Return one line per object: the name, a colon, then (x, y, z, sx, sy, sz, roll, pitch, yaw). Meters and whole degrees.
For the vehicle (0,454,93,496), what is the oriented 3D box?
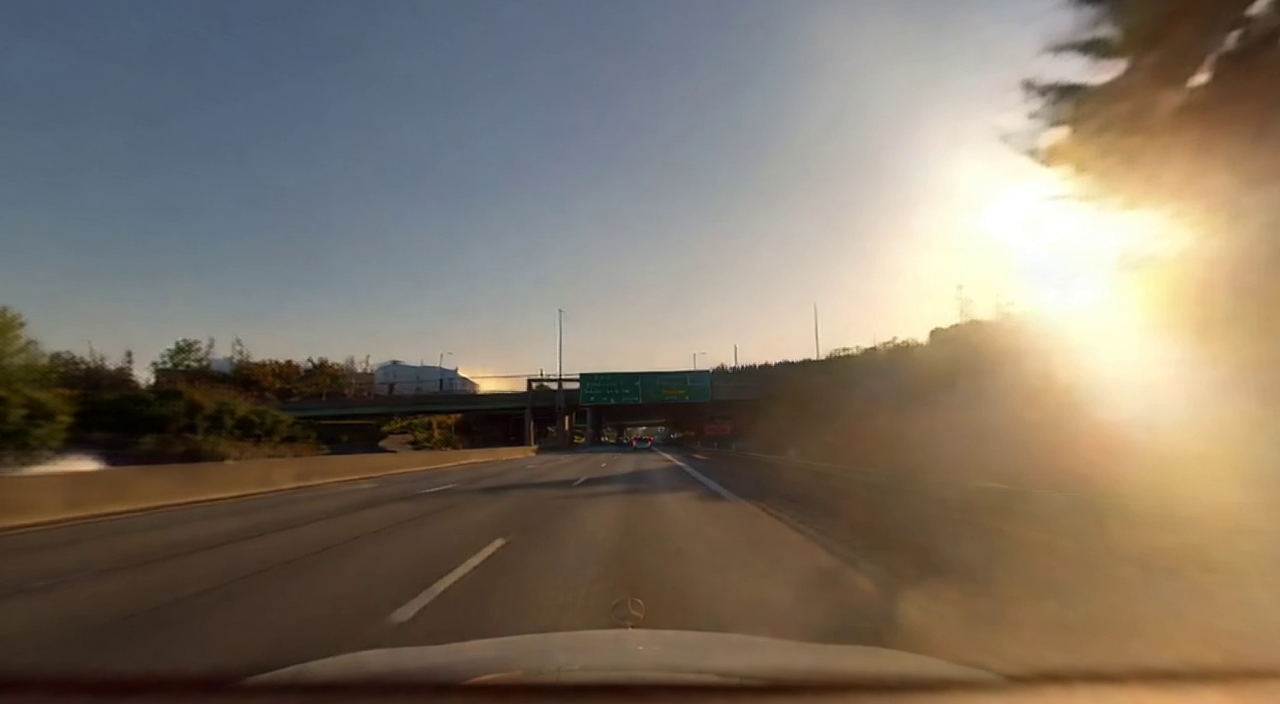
vehicle: (-25.146, 4.958, 25.529, 1.856, 1.497, 4.413, 0, -8, 1)
